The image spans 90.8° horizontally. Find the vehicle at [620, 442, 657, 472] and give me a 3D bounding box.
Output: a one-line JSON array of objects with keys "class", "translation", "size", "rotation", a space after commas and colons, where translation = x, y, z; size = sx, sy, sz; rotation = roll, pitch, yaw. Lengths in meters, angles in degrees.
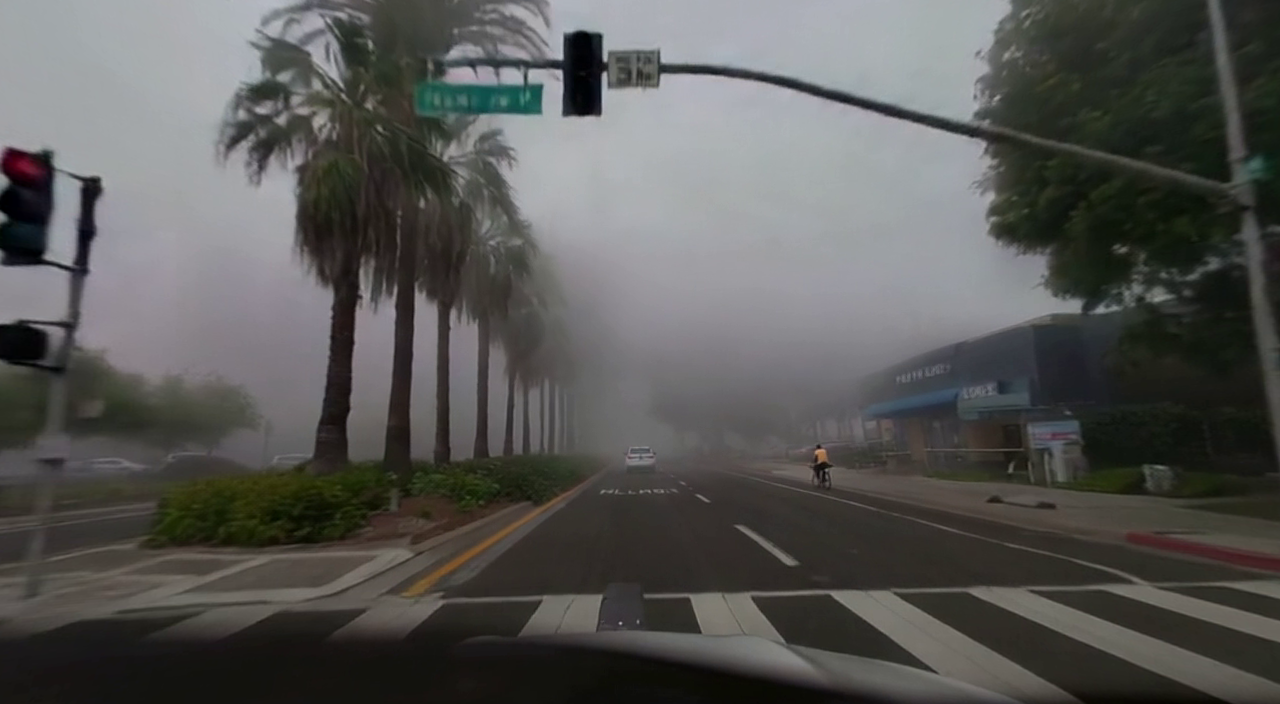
[{"class": "vehicle", "translation": [-0.117, 6.237, 37.712], "size": [2.102, 1.653, 3.698], "rotation": [0, -9, -1]}]

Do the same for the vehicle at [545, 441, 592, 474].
[{"class": "vehicle", "translation": [-3.926, 5.912, 35.607], "size": [2.071, 1.744, 4.500], "rotation": [0, -9, 1]}]

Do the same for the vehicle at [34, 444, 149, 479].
[{"class": "vehicle", "translation": [-34.457, 6.885, 39.762], "size": [5.109, 2.014, 2.269], "rotation": [-2, -10, 2]}]
